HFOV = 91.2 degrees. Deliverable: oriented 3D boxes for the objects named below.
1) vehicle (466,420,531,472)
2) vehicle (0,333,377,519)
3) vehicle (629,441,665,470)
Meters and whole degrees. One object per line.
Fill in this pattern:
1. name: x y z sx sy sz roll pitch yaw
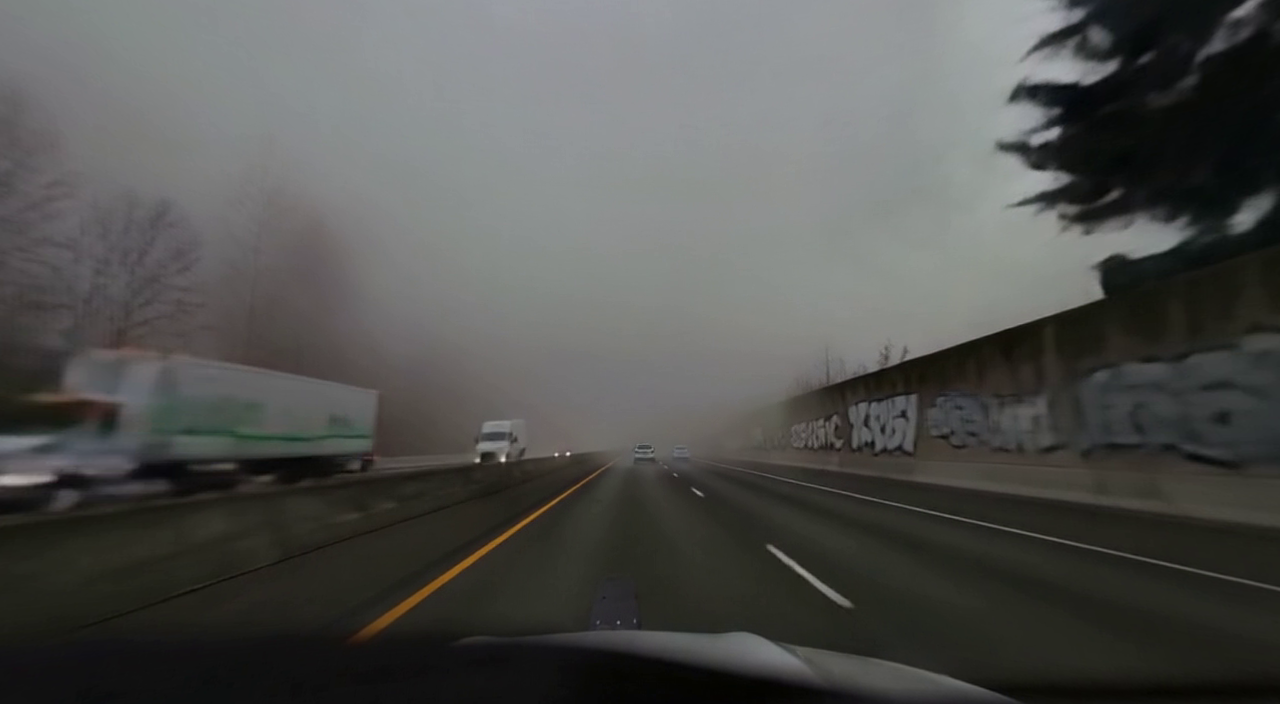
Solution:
1. vehicle: -9.001 6.095 40.605 2.686 3.050 6.421 -1 -9 1
2. vehicle: -13.499 2.686 20.920 3.286 4.083 14.078 -1 -9 0
3. vehicle: 0.388 6.301 38.318 2.095 1.671 4.219 0 -9 -1
